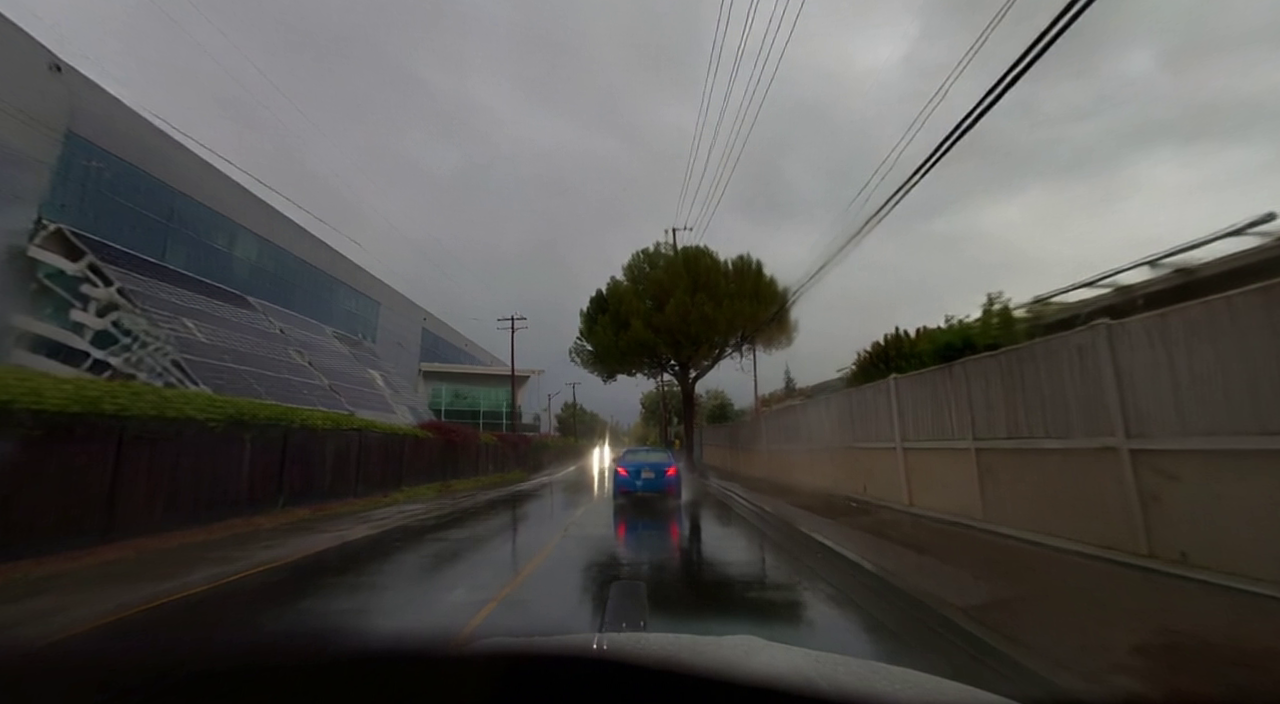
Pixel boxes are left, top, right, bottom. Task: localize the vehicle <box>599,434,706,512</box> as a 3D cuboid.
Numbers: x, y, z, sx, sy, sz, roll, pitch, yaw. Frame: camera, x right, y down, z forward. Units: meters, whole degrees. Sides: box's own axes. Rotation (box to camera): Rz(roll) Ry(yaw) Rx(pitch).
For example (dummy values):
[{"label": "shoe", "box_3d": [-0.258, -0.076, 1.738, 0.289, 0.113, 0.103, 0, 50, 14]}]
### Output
[{"label": "vehicle", "box_3d": [0.218, 2.628, 14.219, 2.060, 1.487, 3.920, 0, -8, -1]}]
